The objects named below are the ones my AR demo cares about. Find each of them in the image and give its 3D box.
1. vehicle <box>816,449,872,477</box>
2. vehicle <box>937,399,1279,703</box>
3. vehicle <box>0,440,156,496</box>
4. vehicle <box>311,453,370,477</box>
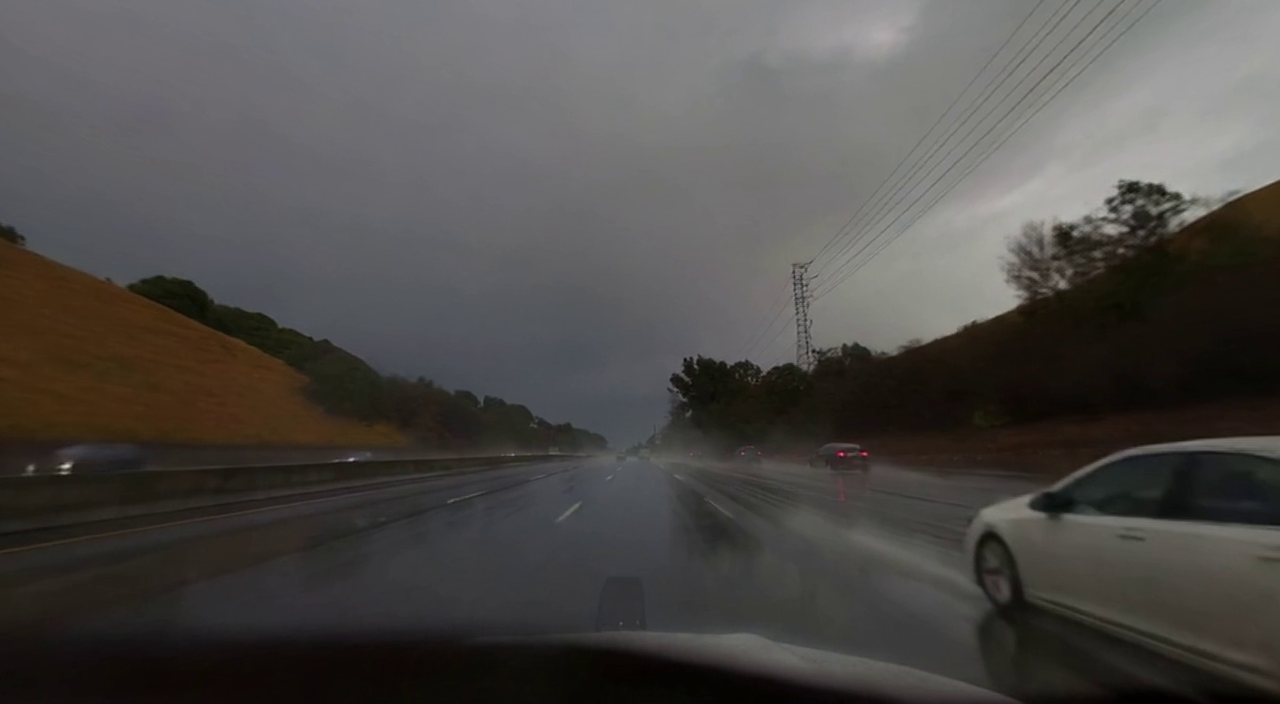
[{"bbox_3d":[11.800,6.404,36.629,1.884,1.486,3.770,1,-9,-1],"label":"vehicle"},{"bbox_3d":[3.455,1.036,2.847,2.086,1.542,4.355,0,-9,0],"label":"vehicle"},{"bbox_3d":[-18.145,3.623,20.018,1.868,1.549,4.503,0,-9,0],"label":"vehicle"},{"bbox_3d":[-21.274,8.034,44.985,1.922,1.512,4.664,0,-9,0],"label":"vehicle"}]
